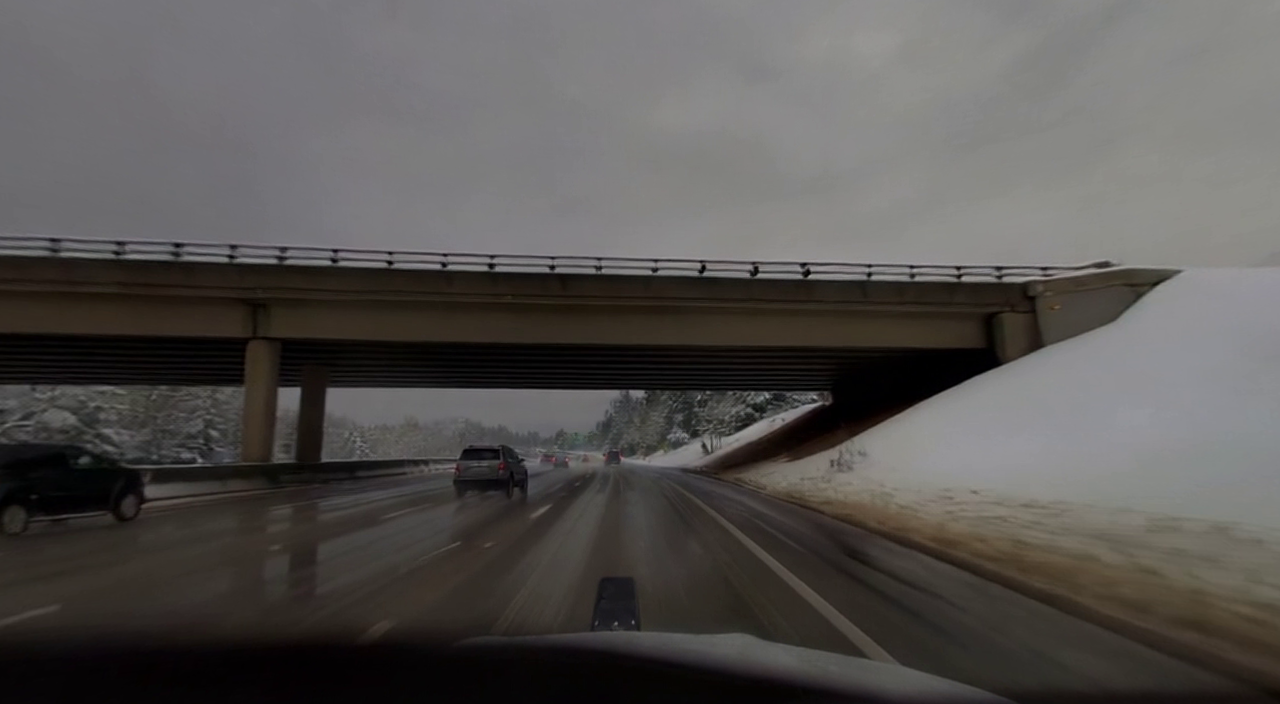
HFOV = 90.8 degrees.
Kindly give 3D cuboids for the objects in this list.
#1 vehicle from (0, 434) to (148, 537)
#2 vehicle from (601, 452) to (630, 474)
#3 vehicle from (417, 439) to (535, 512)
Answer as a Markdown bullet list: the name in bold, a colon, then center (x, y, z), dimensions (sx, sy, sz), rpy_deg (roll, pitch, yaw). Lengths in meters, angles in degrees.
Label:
- **vehicle**: center (-11.583, 2.345, 11.415), dimensions (1.967, 1.681, 4.203), rpy_deg (0, -8, -1)
- **vehicle**: center (-1.842, 8.231, 47.114), dimensions (2.051, 1.459, 4.092), rpy_deg (1, -8, -3)
- **vehicle**: center (-4.145, 3.164, 16.740), dimensions (2.024, 1.655, 4.192), rpy_deg (0, -8, -1)
